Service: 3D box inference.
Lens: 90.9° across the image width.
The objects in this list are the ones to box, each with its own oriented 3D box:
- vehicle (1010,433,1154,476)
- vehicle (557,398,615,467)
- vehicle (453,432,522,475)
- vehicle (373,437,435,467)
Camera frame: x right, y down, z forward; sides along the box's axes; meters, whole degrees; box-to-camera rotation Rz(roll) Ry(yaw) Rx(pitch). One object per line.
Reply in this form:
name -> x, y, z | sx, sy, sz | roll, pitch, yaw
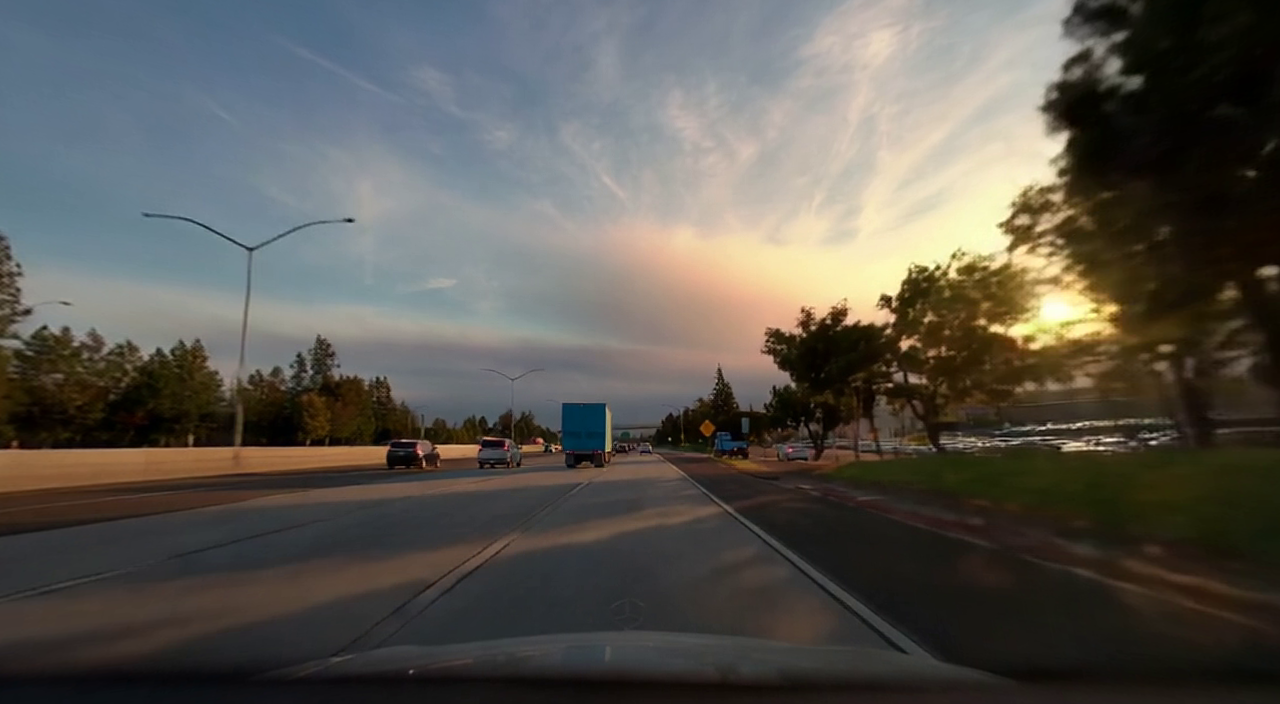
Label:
vehicle -> 17.756, 4.139, 25.690 | 2.022, 1.505, 4.786 | 3, -9, -7
vehicle -> -3.460, 5.719, 43.871 | 2.905, 4.037, 12.921 | 0, -8, 0
vehicle -> -6.974, 4.678, 29.375 | 2.058, 1.840, 4.443 | 0, -8, 0
vehicle -> -14.273, 6.054, 38.451 | 1.997, 1.695, 4.492 | 0, -8, 1
